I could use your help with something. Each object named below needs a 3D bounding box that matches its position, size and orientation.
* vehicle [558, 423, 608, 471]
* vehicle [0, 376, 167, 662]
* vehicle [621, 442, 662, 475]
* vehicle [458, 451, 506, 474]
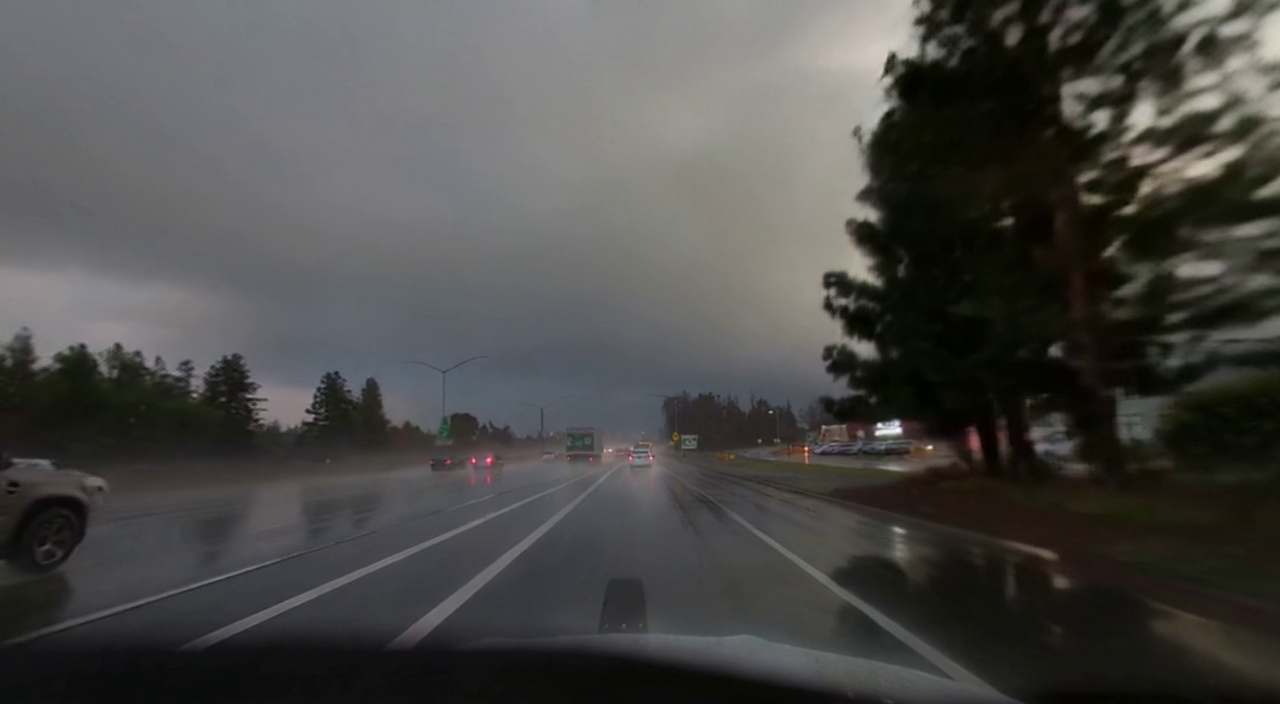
[{"bbox_3d":[-4.285,7.426,49.471,2.796,3.426,8.553,0,-8,2],"label":"vehicle"},{"bbox_3d":[-5.187,0.910,2.997,2.200,1.793,4.586,0,-8,2],"label":"vehicle"},{"bbox_3d":[0.111,6.282,37.432,2.227,1.794,4.646,0,-8,1],"label":"vehicle"},{"bbox_3d":[-11.004,7.750,44.349,1.928,1.480,4.823,0,-8,2],"label":"vehicle"}]
